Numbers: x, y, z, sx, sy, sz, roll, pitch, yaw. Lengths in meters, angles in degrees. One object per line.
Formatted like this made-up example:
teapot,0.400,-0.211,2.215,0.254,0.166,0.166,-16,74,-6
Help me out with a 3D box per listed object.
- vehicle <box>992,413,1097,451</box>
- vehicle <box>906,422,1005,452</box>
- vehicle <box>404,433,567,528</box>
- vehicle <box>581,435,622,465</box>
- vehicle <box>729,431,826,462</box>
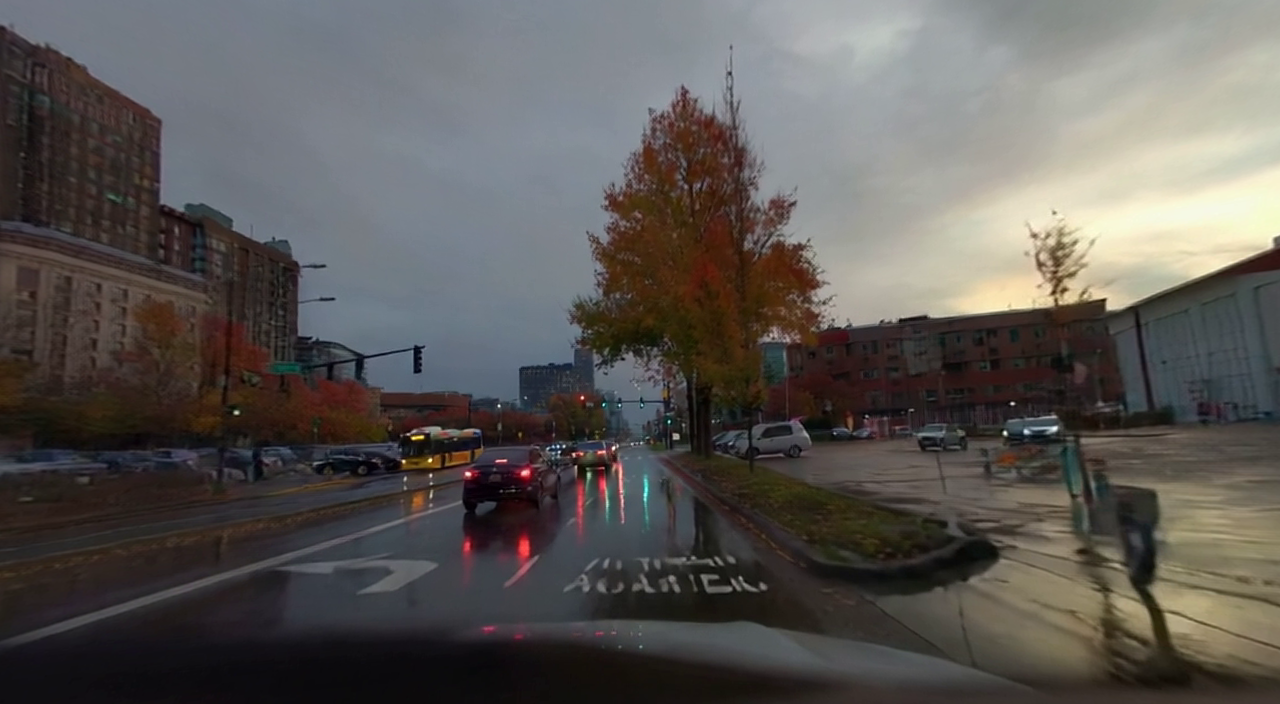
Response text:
vehicle,21.135,4.198,32.860,4.172,1.687,1.773,-4,-9,-1
vehicle,16.531,4.515,32.965,4.064,1.507,2.078,0,-9,1
vehicle,-2.745,2.404,12.231,2.092,1.507,4.078,0,-9,1
vehicle,-2.341,6.129,39.030,2.365,1.751,3.904,0,-9,0
vehicle,7.593,5.270,35.045,4.894,1.451,2.089,-3,-8,1
